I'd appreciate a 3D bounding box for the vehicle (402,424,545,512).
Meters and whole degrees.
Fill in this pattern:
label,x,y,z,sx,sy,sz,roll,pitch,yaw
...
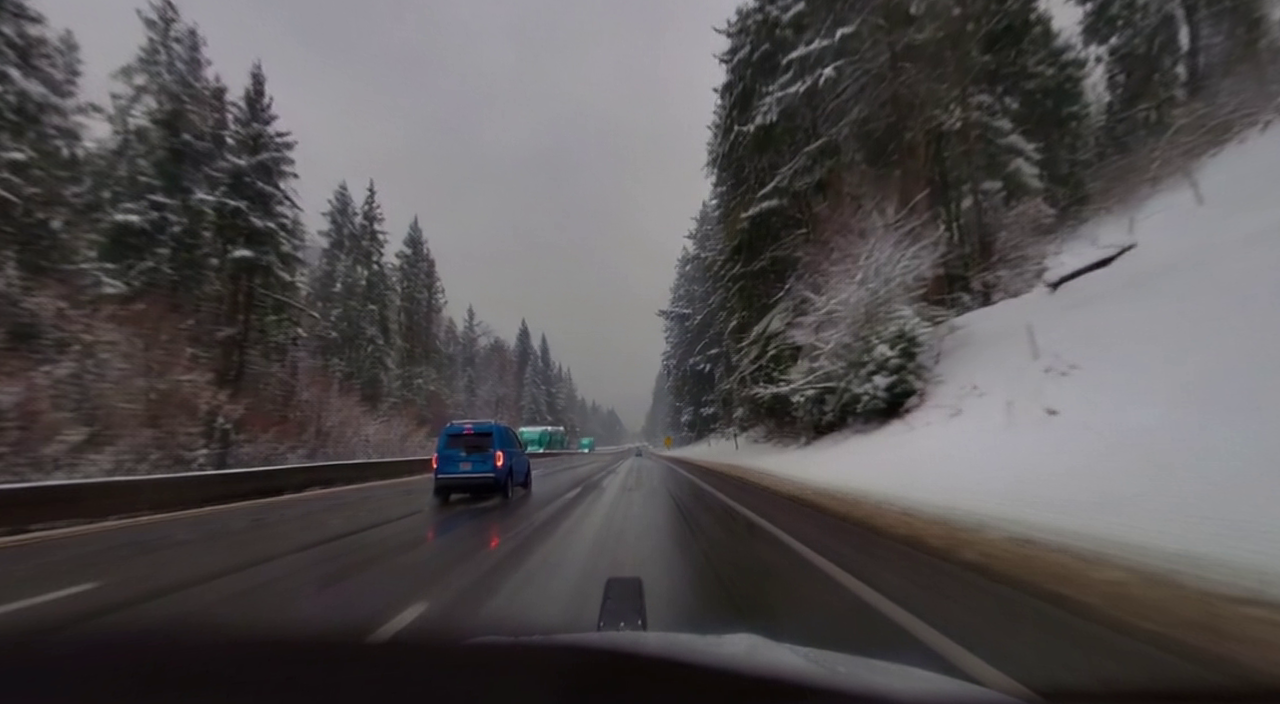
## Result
label,x,y,z,sx,sy,sz,roll,pitch,yaw
vehicle,-3.710,2.678,14.986,2.084,1.752,4.479,-1,-8,1
